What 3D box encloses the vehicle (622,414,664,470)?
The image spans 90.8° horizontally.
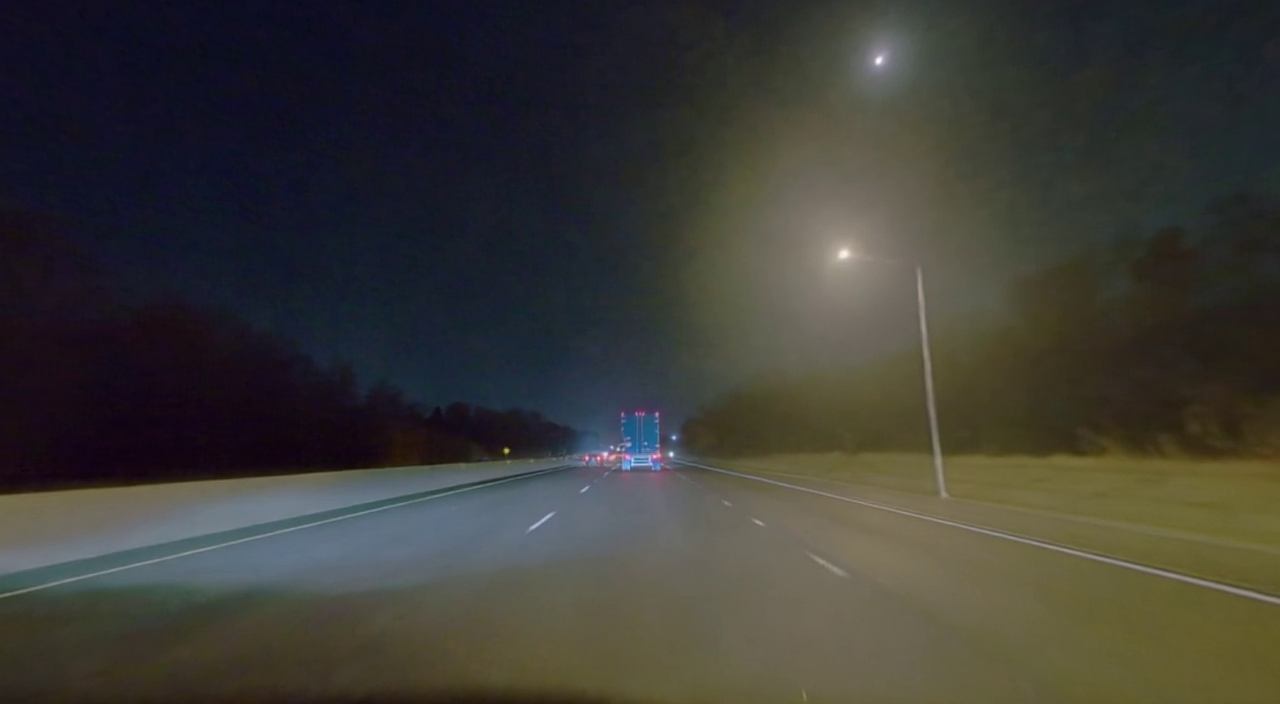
[{"bbox_3d":[0.080,6.960,48.409,2.864,3.805,9.500,0,-9,-2],"label":"vehicle"}]
